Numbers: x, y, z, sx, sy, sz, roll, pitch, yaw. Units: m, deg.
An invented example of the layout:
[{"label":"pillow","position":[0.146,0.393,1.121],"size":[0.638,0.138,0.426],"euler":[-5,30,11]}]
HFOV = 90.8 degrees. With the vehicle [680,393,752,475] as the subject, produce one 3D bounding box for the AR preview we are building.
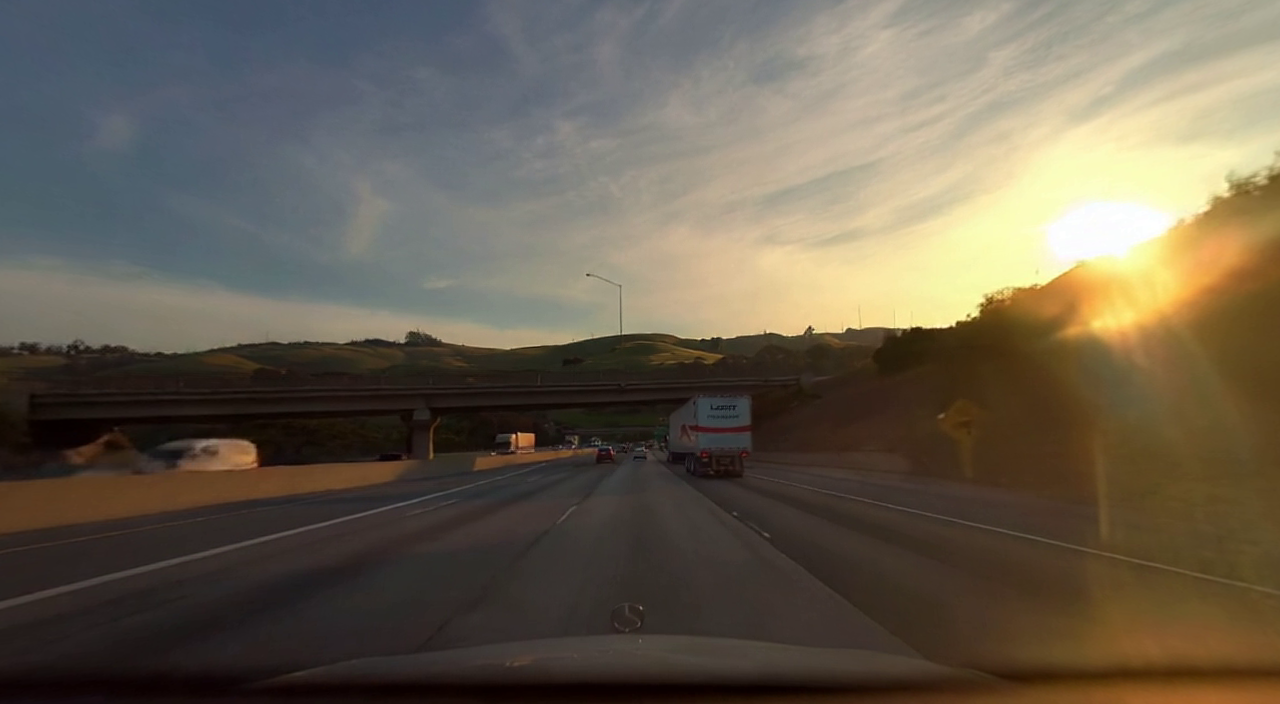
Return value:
[{"label":"vehicle","position":[3.969,4.643,35.068],"size":[2.885,3.992,8.526],"euler":[0,-9,0]}]
